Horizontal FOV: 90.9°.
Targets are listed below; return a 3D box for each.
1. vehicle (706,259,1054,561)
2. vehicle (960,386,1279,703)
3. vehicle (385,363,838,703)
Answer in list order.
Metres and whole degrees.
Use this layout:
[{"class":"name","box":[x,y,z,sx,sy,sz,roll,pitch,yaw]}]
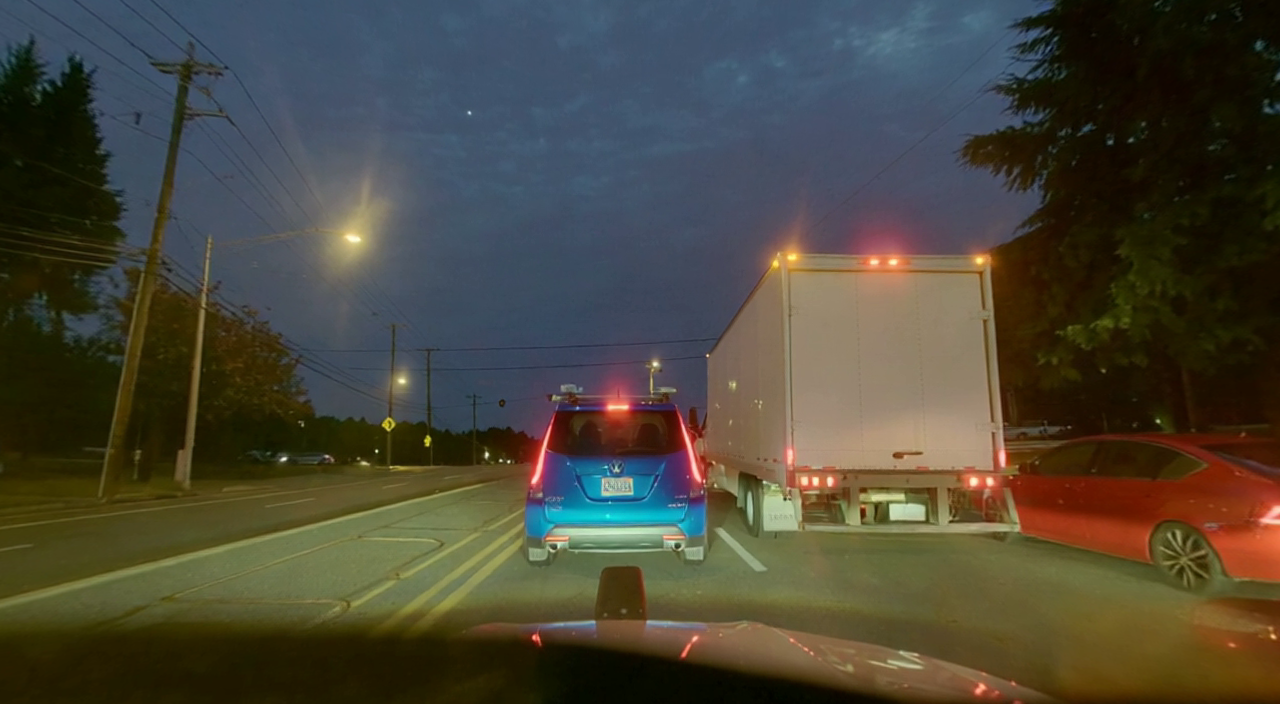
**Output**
[{"class":"vehicle","box":[3.231,1.264,11.825,2.915,3.559,8.848,0,-8,-1]},{"class":"vehicle","box":[2.827,0.751,1.191,1.971,1.484,4.728,0,-8,0]},{"class":"vehicle","box":[-0.128,1.228,5.136,2.114,1.732,4.230,0,-8,0]}]
